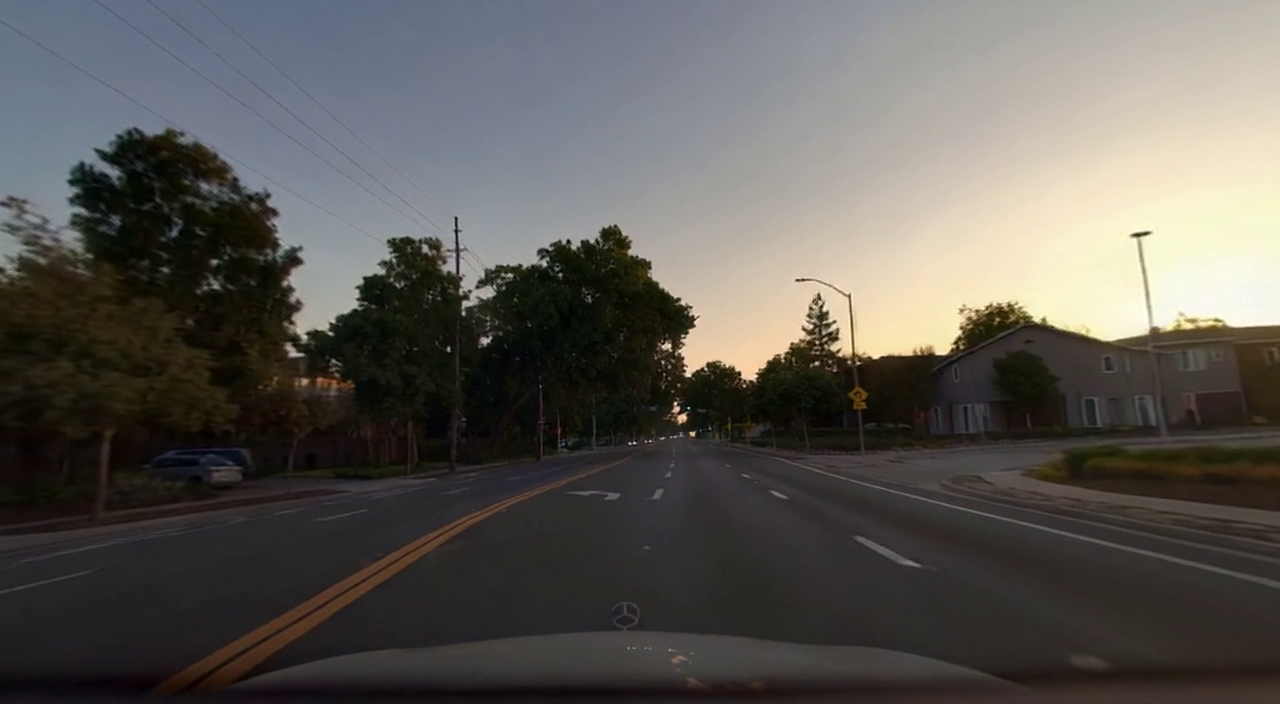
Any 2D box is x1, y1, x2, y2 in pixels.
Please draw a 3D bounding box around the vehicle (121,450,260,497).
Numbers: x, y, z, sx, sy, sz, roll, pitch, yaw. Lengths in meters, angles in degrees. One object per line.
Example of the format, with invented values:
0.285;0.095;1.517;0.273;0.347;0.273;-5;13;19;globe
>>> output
-19.166;5.145;27.303;2.030;1.759;4.949;-1;-8;5;vehicle
